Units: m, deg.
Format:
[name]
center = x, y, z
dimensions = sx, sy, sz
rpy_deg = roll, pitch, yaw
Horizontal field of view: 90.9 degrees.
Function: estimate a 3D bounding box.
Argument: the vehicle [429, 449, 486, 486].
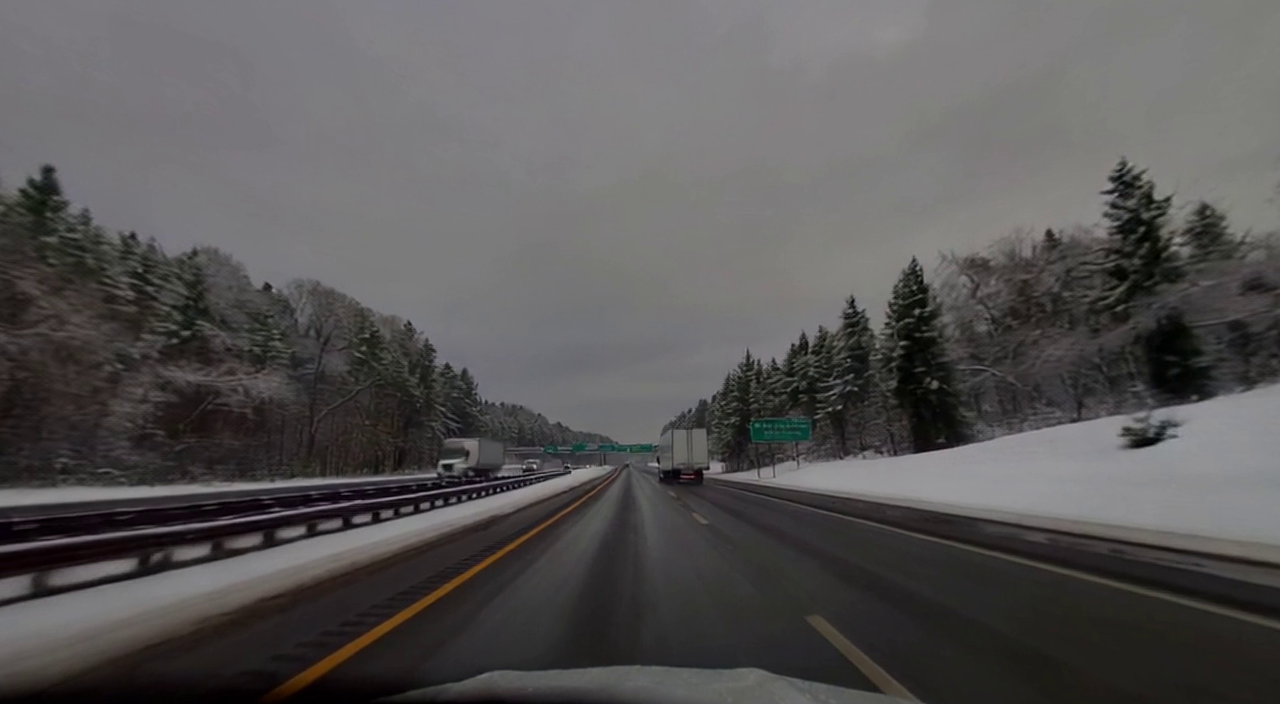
[vehicle]
center = -14.019, 8.949, 48.894
dimensions = 2.593, 2.612, 6.200
rpy_deg = 1, -11, -1
